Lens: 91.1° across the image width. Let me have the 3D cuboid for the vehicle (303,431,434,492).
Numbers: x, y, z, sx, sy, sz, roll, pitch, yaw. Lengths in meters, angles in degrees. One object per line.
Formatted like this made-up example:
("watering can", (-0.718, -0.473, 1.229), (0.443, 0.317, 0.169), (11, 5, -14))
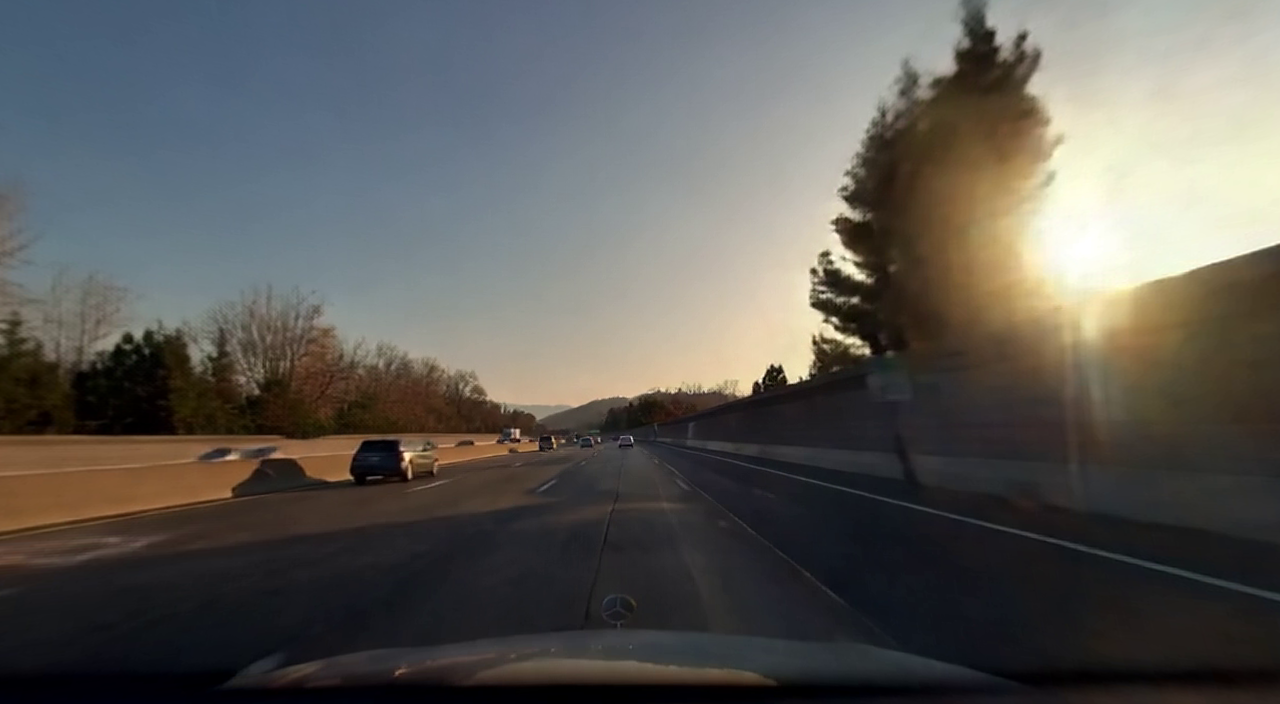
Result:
("vehicle", (-7.619, 3.075, 18.185), (1.972, 1.532, 4.222), (0, -8, -1))

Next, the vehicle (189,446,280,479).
("vehicle", (-20.596, 5.614, 32.158), (1.754, 1.491, 4.442), (0, -8, -1))
